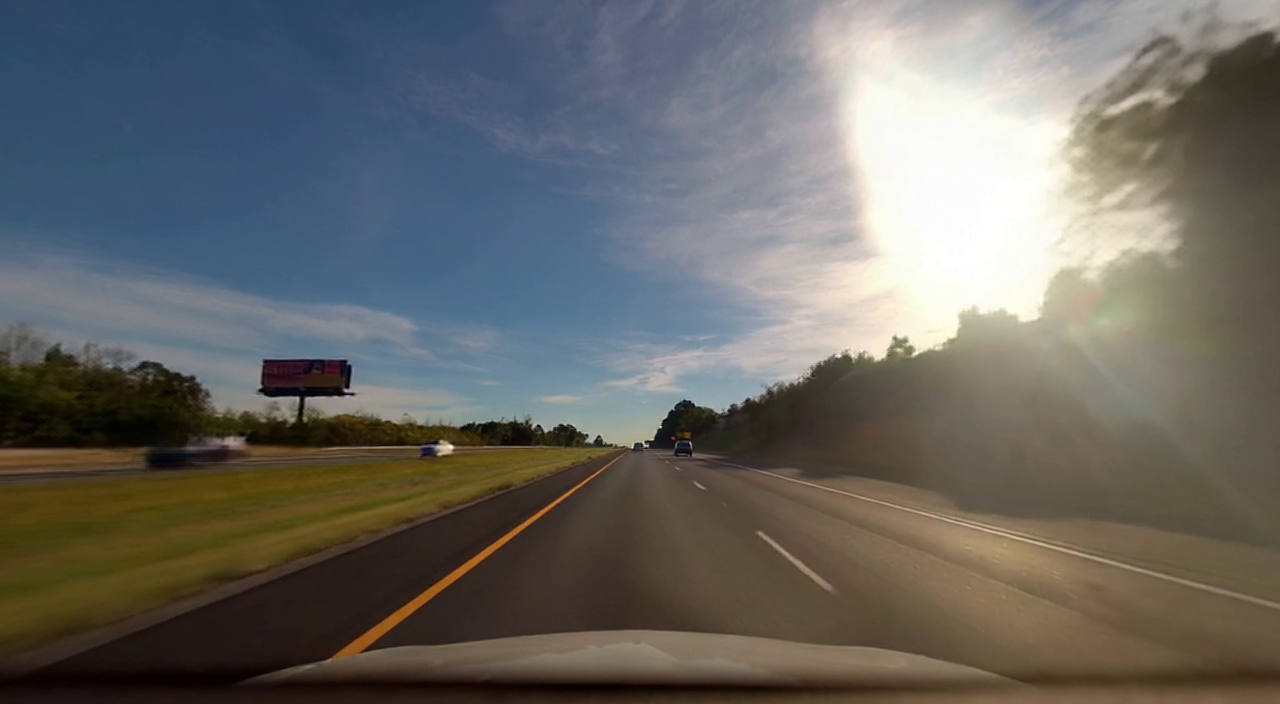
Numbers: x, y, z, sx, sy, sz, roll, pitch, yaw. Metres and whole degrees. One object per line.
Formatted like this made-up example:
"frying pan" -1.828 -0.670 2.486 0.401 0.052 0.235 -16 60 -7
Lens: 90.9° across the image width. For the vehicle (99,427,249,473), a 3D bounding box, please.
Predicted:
"vehicle" -21.526 4.577 29.610 2.454 1.943 5.953 0 -8 0
